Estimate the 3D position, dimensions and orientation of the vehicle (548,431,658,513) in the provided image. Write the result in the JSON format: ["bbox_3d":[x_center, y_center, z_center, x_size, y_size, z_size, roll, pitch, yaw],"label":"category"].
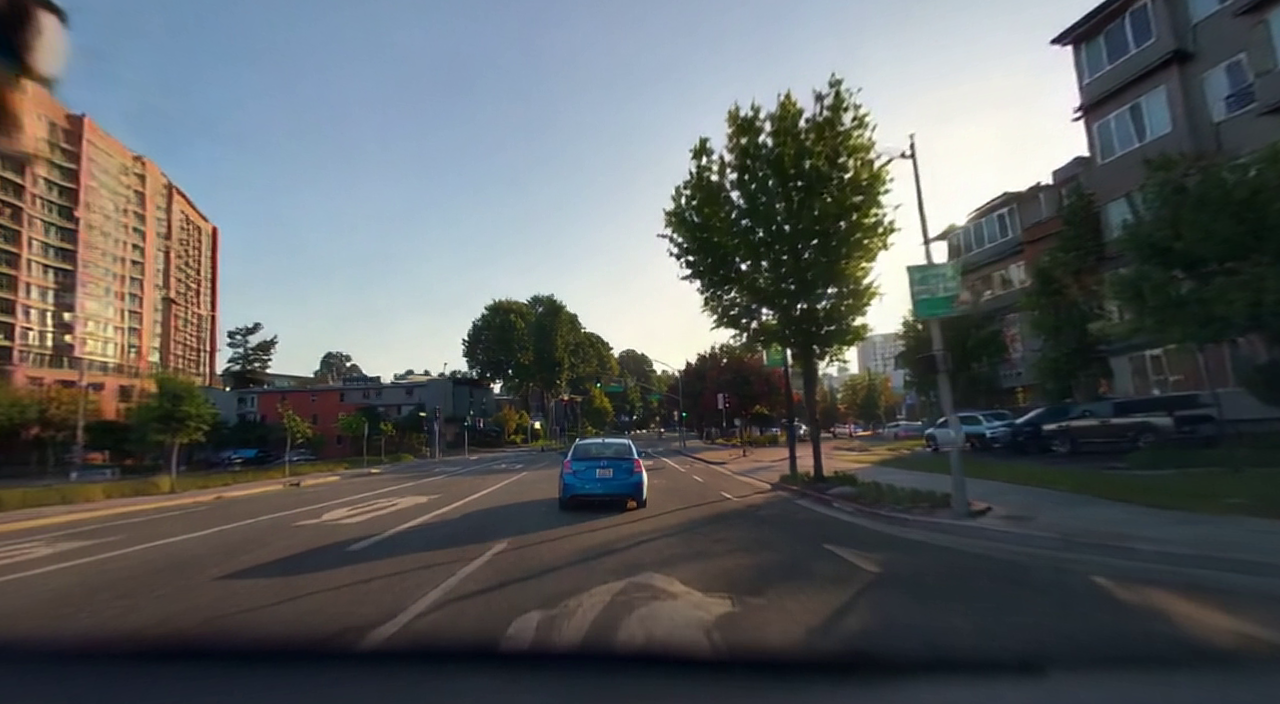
[{"bbox_3d":[-0.916,2.398,13.230,1.950,1.401,4.159,1,-8,-7],"label":"vehicle"}]
